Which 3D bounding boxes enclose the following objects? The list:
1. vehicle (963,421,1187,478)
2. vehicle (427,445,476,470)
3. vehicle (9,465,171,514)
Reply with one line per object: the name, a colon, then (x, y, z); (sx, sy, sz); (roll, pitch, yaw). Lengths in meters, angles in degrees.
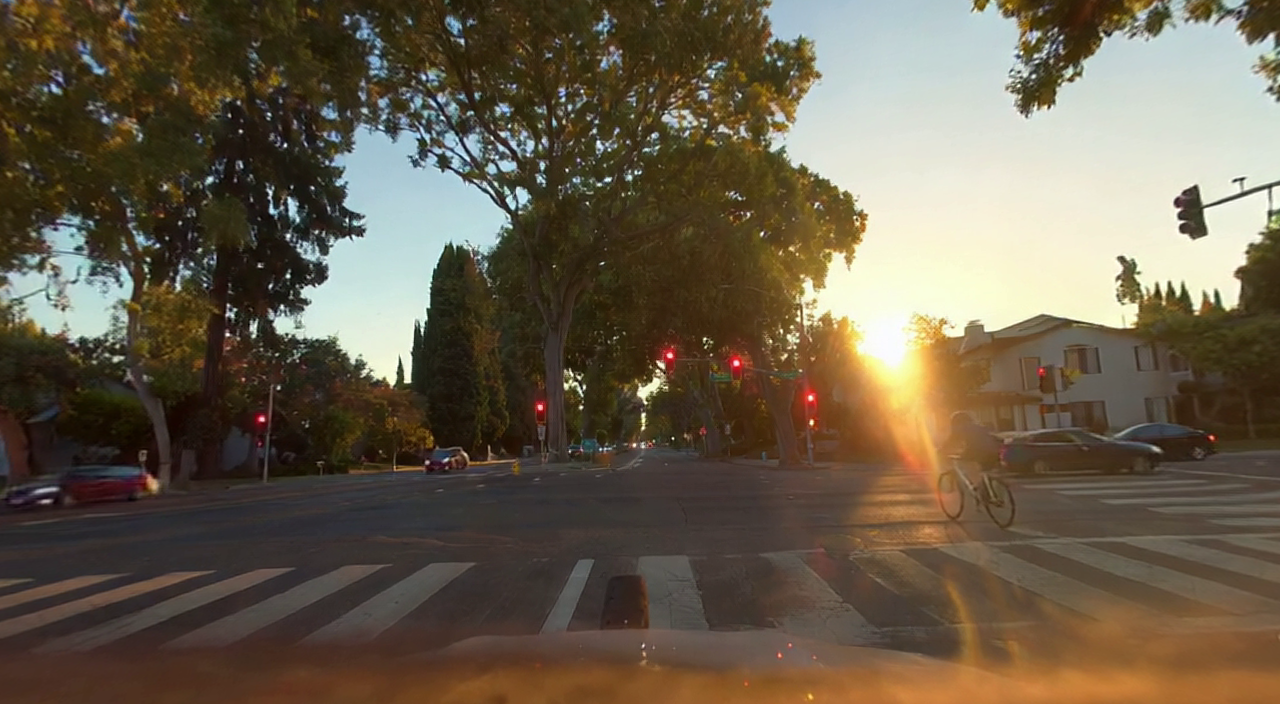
vehicle: (12.155, 2.787, 17.946); (4.749, 1.496, 2.017); (-1, -9, 6)
vehicle: (-13.859, 7.749, 46.558); (2.148, 1.753, 4.558); (0, -9, 1)
vehicle: (-19.119, 4.772, 22.246); (1.810, 1.393, 4.423); (0, -9, -2)
